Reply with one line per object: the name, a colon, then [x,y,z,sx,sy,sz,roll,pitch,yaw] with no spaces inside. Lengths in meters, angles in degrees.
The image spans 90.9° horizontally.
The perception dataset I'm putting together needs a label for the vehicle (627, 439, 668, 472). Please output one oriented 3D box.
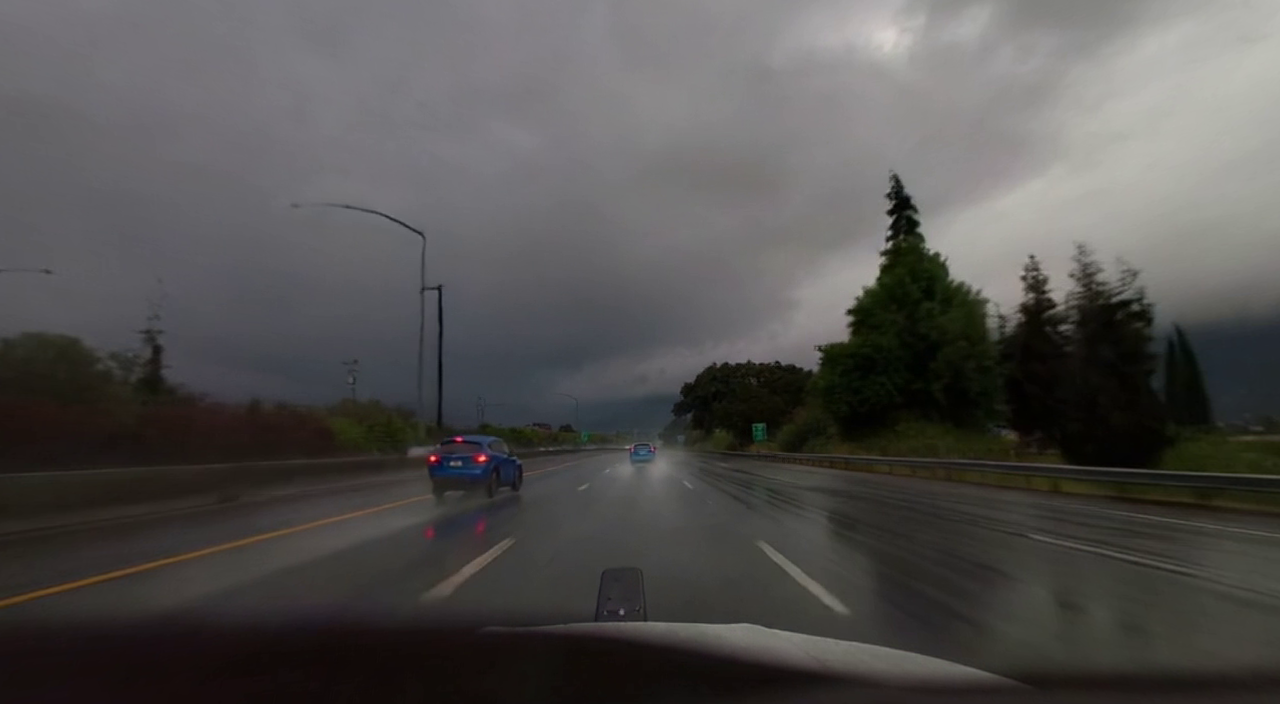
vehicle: [0.437,6.098,37.137,2.247,1.825,4.036,0,-9,0]
